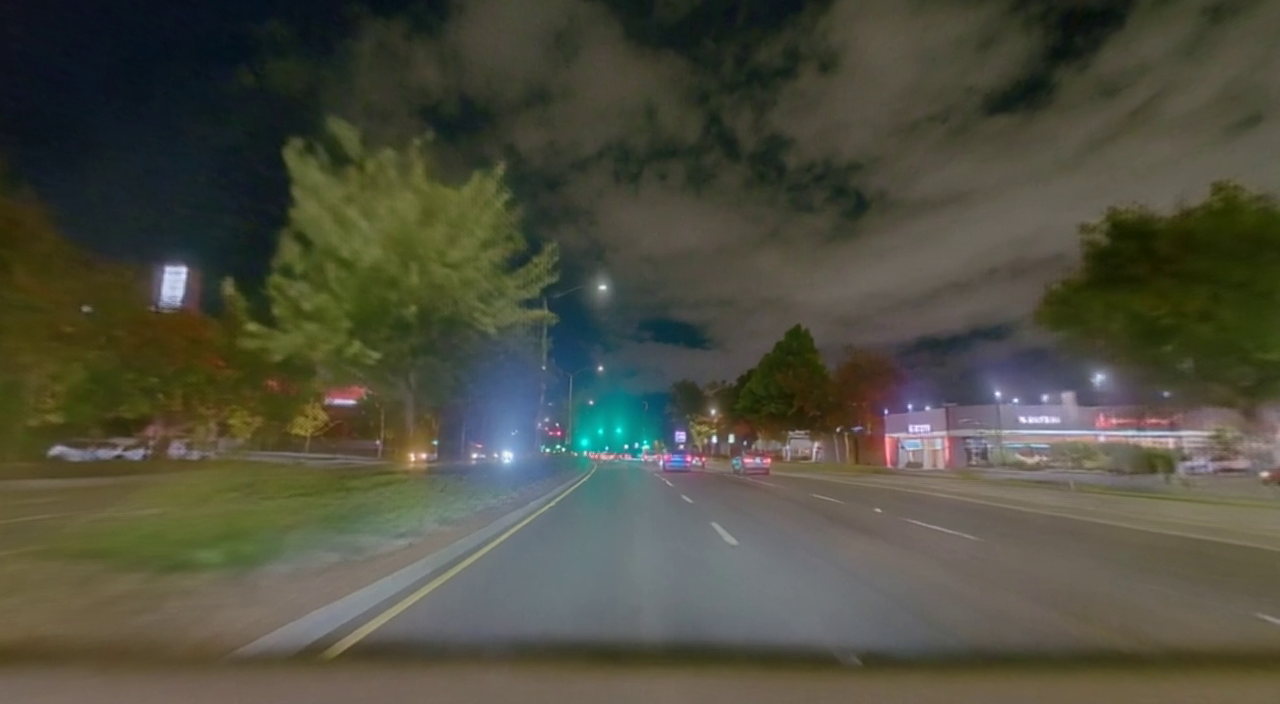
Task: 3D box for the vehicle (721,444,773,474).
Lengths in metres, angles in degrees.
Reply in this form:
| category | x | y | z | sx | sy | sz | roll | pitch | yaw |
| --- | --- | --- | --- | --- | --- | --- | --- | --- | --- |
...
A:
| category | x | y | z | sx | sy | sz | roll | pitch | yaw |
| --- | --- | --- | --- | --- | --- | --- | --- | --- | --- |
| vehicle | 5.755 | 5.825 | 34.467 | 1.886 | 1.528 | 4.169 | 1 | -9 | -3 |

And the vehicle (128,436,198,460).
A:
| category | x | y | z | sx | sy | sz | roll | pitch | yaw |
| --- | --- | --- | --- | --- | --- | --- | --- | --- | --- |
| vehicle | -35.641 | 7.196 | 47.203 | 1.913 | 1.702 | 4.873 | 1 | -9 | -8 |

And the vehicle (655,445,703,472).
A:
| category | x | y | z | sx | sy | sz | roll | pitch | yaw |
| --- | --- | --- | --- | --- | --- | --- | --- | --- | --- |
| vehicle | 2.152 | 6.044 | 35.967 | 2.256 | 1.451 | 4.313 | 1 | -9 | -3 |

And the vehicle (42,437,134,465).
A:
| category | x | y | z | sx | sy | sz | roll | pitch | yaw |
| --- | --- | --- | --- | --- | --- | --- | --- | --- | --- |
| vehicle | -30.956 | 5.554 | 35.446 | 1.752 | 1.458 | 3.987 | 1 | -9 | -5 |
